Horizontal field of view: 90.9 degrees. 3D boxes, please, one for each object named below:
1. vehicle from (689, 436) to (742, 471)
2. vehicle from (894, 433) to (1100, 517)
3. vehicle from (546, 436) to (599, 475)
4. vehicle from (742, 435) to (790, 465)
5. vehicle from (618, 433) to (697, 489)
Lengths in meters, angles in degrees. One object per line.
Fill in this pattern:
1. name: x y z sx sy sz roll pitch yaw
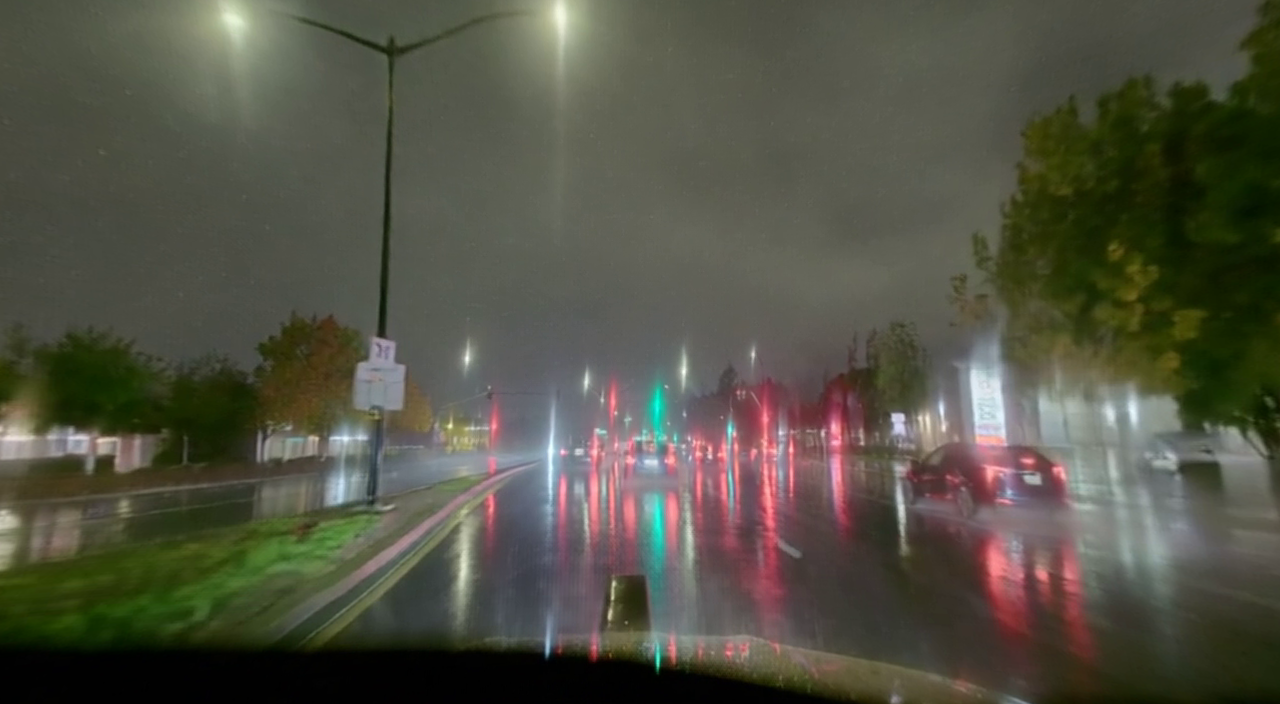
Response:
1. vehicle: 3.529 4.865 30.349 1.988 1.528 4.144 0 -8 -1
2. vehicle: 7.422 2.570 13.756 1.892 1.515 4.400 0 -8 0
3. vehicle: -2.713 4.268 26.235 1.938 1.472 4.399 0 -8 -2
4. vehicle: 7.687 6.036 38.852 2.044 1.701 4.397 0 -8 0
5. vehicle: 0.507 3.159 18.584 2.096 1.473 3.893 0 -8 2
